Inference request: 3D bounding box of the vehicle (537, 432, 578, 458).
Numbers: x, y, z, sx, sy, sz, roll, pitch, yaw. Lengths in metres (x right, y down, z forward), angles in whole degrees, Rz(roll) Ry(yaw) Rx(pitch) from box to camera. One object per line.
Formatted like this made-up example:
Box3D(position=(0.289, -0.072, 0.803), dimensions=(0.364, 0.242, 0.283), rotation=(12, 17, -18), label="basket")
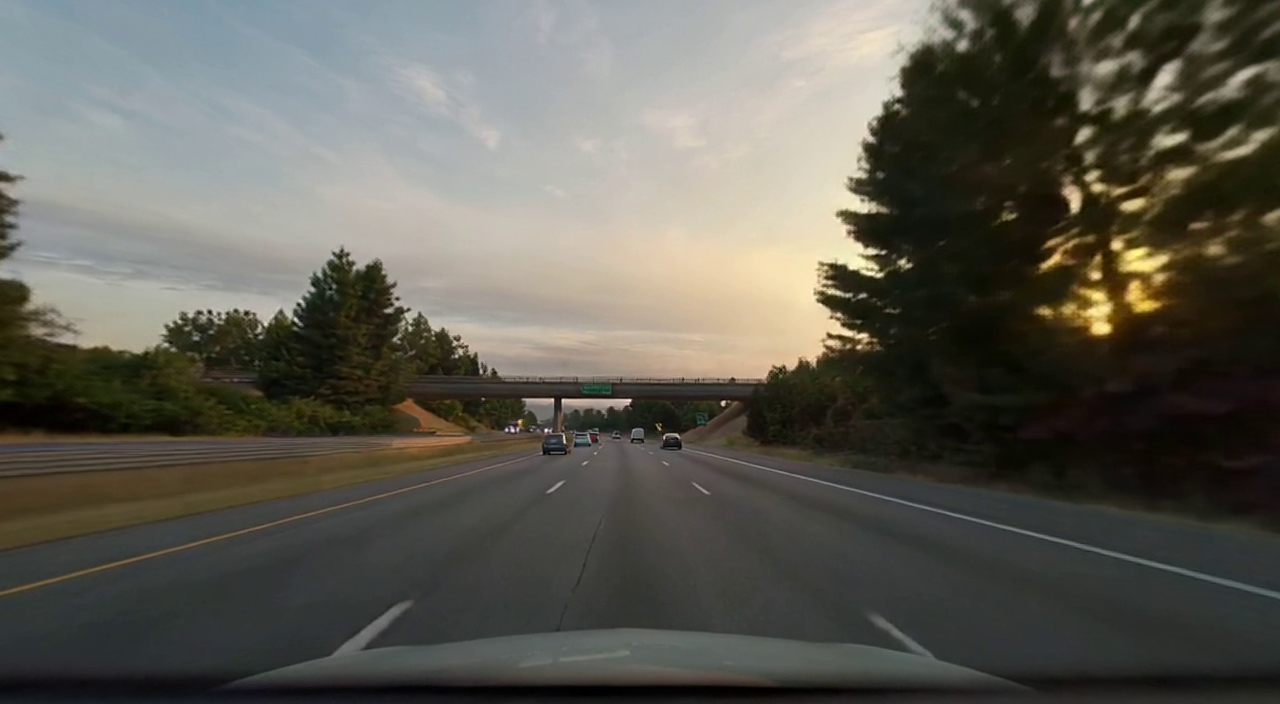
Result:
Box3D(position=(-4.709, 5.363, 36.428), dimensions=(1.966, 1.460, 3.519), rotation=(0, -8, -2), label="vehicle")
